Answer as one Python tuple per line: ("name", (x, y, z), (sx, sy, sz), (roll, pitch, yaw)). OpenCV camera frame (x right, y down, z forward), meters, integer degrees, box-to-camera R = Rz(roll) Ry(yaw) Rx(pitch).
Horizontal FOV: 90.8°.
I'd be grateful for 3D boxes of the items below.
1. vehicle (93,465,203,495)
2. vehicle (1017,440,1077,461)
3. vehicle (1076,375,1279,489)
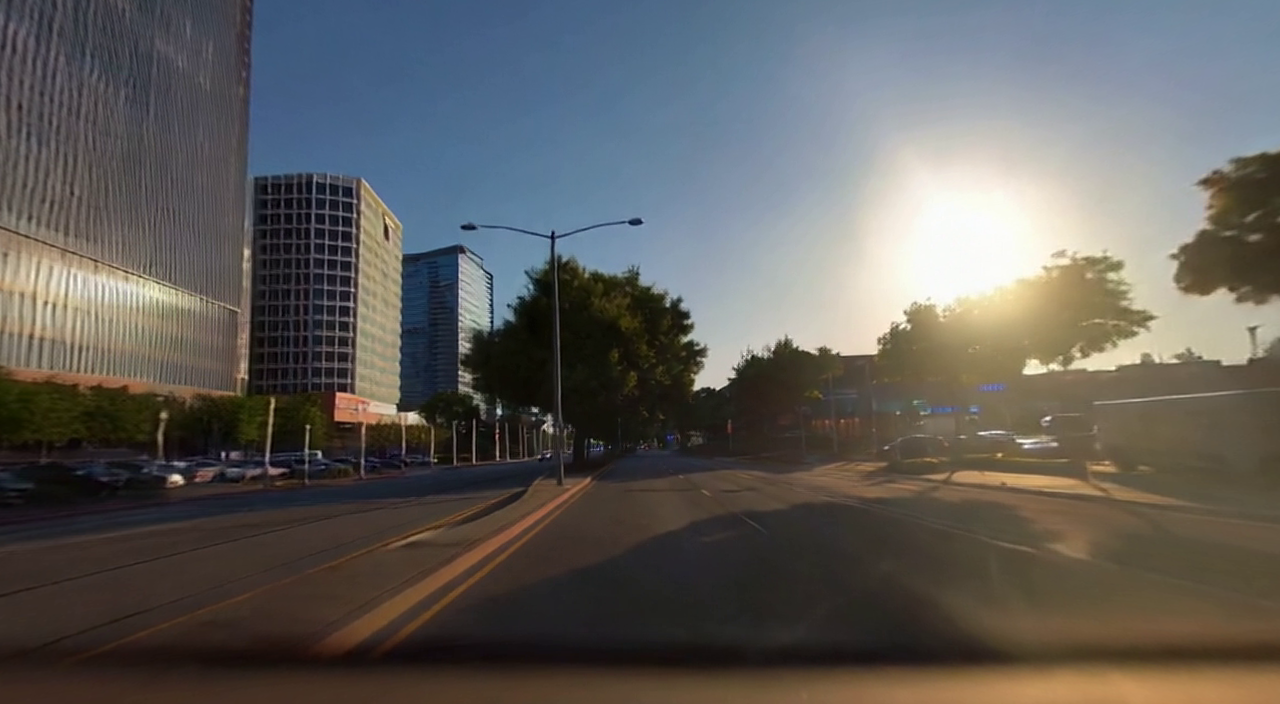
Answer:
("vehicle", (-27.484, 7.110, 35.376), (4.633, 1.454, 1.909), (7, -11, -41))
("vehicle", (29.990, 7.277, 46.737), (1.748, 1.435, 3.949), (0, -9, -1))
("vehicle", (19.477, 2.879, 21.956), (2.630, 3.176, 8.459), (-4, -10, 2))
